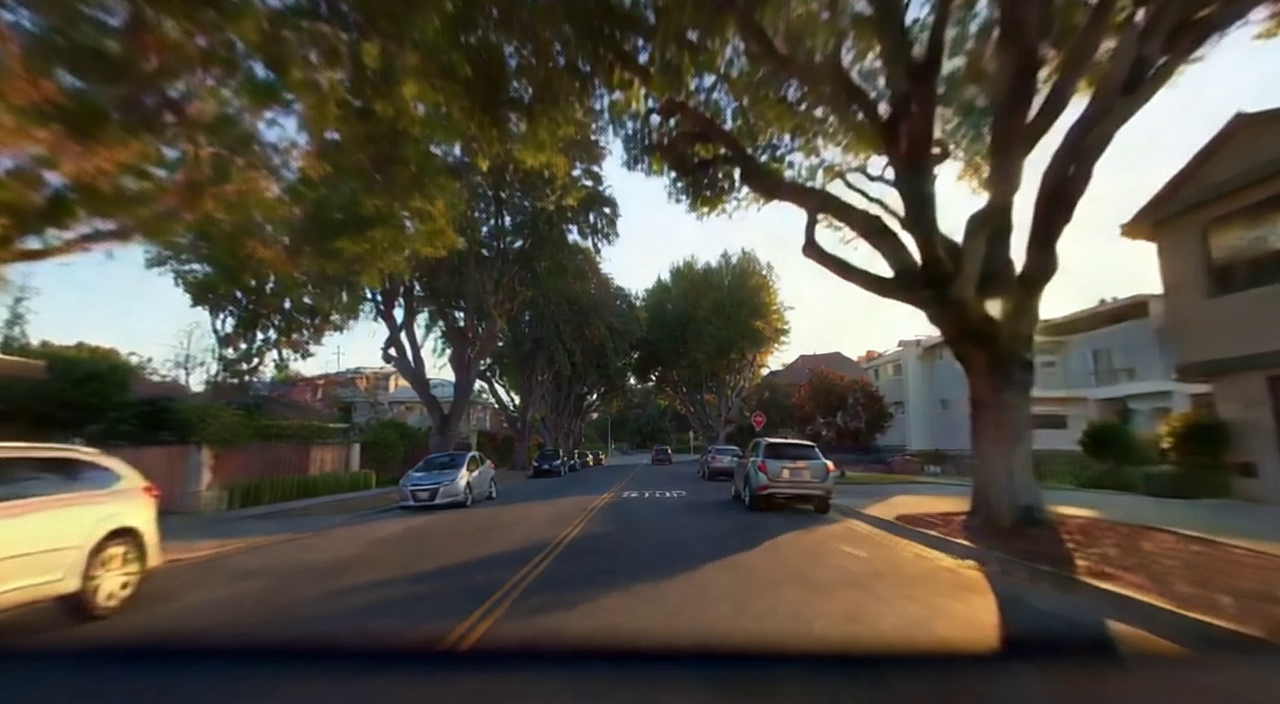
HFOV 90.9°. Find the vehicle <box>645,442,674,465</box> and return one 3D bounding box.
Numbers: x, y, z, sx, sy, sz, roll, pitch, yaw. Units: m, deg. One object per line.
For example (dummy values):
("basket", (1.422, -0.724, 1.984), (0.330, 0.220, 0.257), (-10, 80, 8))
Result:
("vehicle", (1.508, 8.012, 49.909), (2.172, 1.722, 4.201), (0, -8, 1))

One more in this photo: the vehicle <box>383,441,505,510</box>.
("vehicle", (-5.410, 3.433, 18.103), (2.007, 1.709, 4.502), (0, -8, 1))

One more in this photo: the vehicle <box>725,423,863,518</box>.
("vehicle", (3.312, 2.655, 14.701), (2.117, 1.807, 4.964), (0, -8, 2))

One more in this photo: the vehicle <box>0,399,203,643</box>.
("vehicle", (-5.778, 1.243, 4.329), (2.165, 1.758, 4.701), (-3, -9, 1))

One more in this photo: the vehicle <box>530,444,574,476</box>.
("vehicle", (-4.800, 5.931, 34.869), (1.955, 1.659, 4.324), (0, -8, -2))
